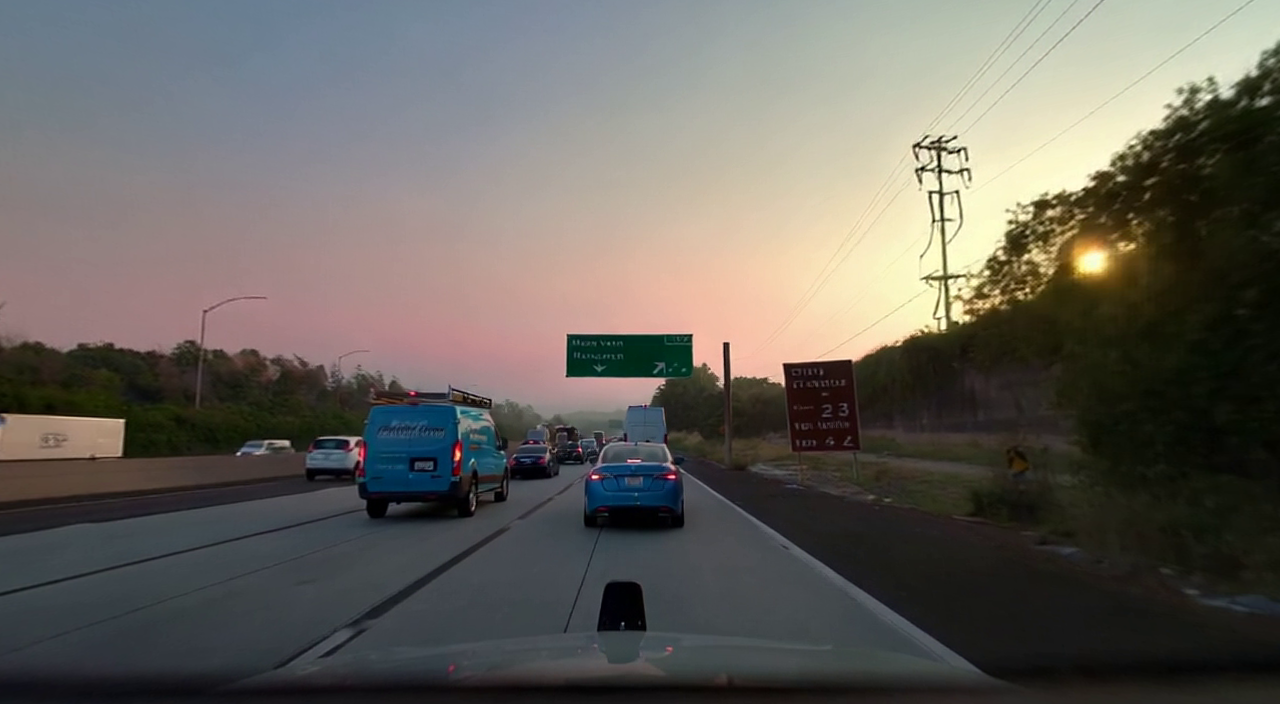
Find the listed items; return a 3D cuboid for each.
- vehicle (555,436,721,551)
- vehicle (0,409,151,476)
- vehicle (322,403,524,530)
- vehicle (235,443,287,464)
[{"bbox_3d":[-0.031,2.065,9.901,2.054,1.421,4.090,0,-8,0],"label":"vehicle"},{"bbox_3d":[-37.440,5.759,39.841,2.933,3.731,11.455,-1,-8,4],"label":"vehicle"},{"bbox_3d":[-3.791,2.114,12.066,2.142,1.952,4.556,0,-8,1],"label":"vehicle"},{"bbox_3d":[-28.702,7.658,47.625,1.630,1.437,3.588,-3,-8,1],"label":"vehicle"}]
